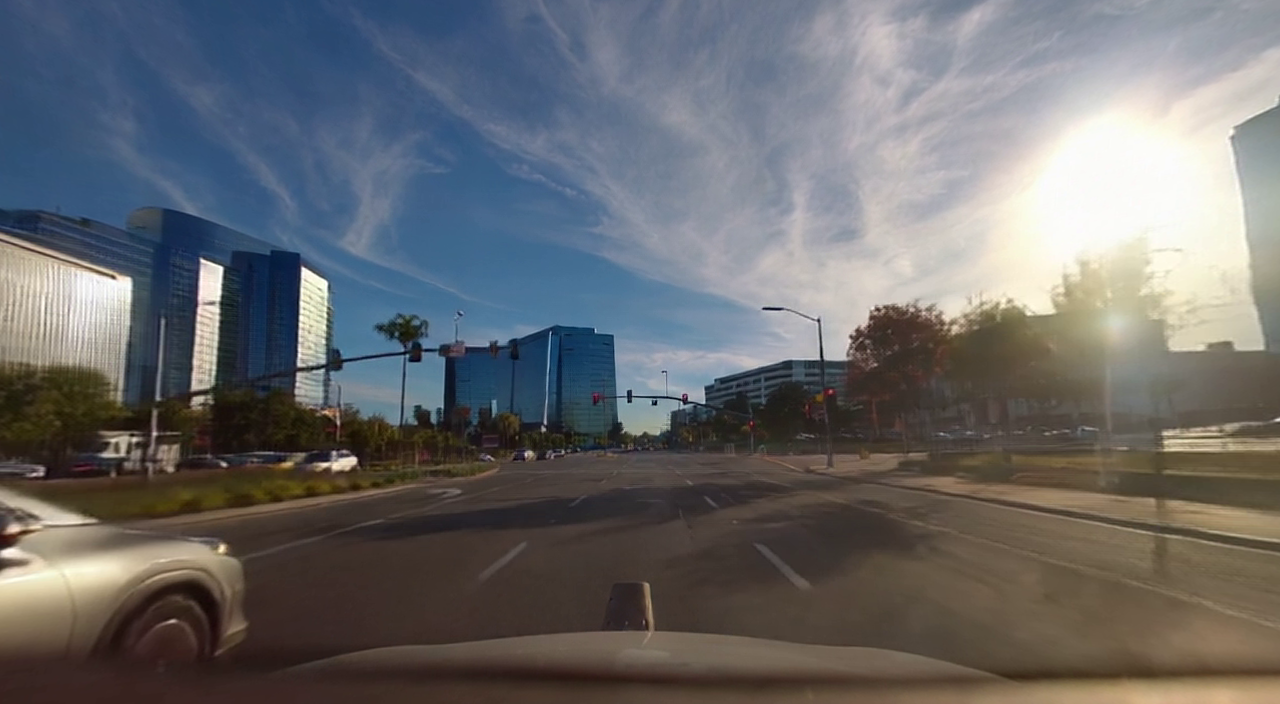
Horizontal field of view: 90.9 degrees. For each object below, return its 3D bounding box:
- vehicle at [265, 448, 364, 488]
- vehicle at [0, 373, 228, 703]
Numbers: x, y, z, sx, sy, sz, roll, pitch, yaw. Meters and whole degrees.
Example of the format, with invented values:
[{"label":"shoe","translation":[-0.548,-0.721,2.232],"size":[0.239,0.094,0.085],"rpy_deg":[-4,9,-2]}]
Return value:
[{"label":"vehicle","translation":[-14.621,5.189,28.618],"size":[2.059,1.648,4.420],"rpy_deg":[0,-8,1]},{"label":"vehicle","translation":[-3.269,0.661,0.806],"size":[2.162,1.549,4.795],"rpy_deg":[0,-8,1]}]
